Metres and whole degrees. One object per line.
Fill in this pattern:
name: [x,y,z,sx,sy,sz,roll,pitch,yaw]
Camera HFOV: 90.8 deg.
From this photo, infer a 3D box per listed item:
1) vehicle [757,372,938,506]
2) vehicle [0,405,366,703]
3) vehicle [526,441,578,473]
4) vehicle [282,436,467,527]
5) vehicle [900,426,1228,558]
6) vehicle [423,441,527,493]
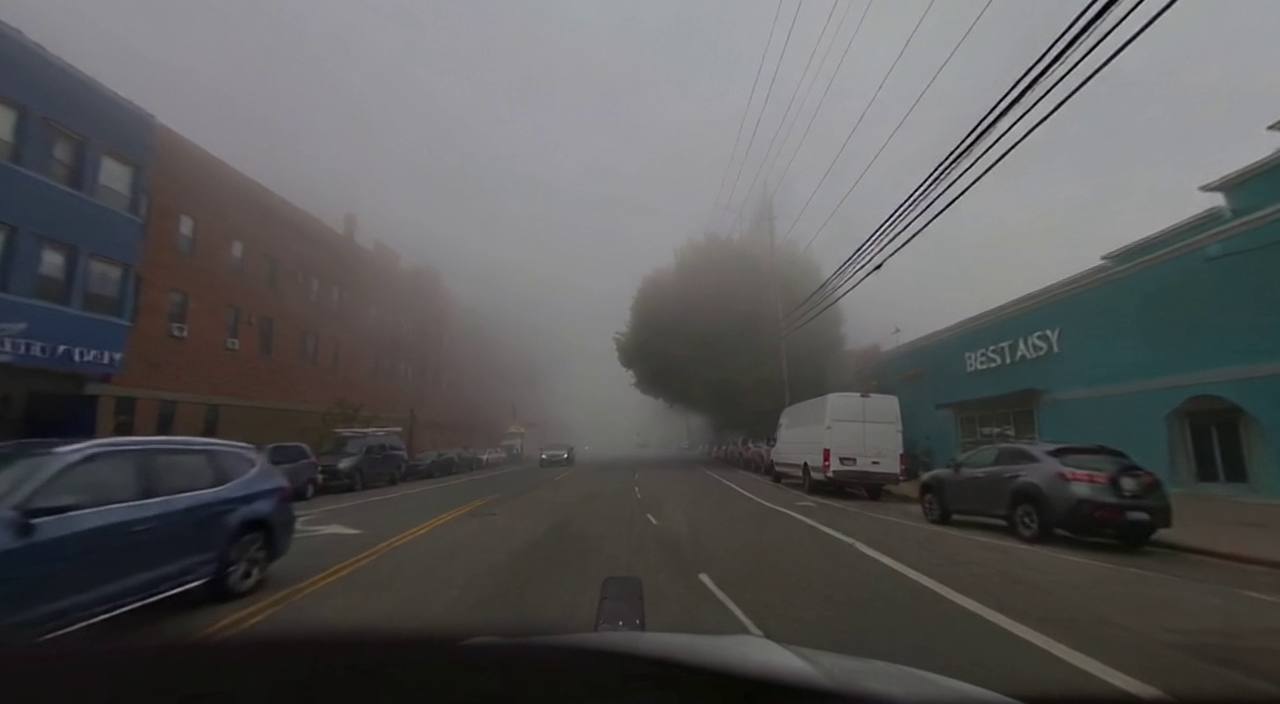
vehicle: [5.672,2.621,19.010,2.815,3.203,7.558,0,-8,0]
vehicle: [-3.908,1.252,4.517,2.050,1.505,4.219,0,-8,-1]
vehicle: [-4.354,5.250,31.882,1.925,1.479,4.444,0,-8,1]
vehicle: [-5.062,2.505,12.849,1.807,1.494,4.464,0,-8,0]
vehicle: [6.346,2.090,10.240,1.963,1.646,4.204,1,-9,-9]
vehicle: [-5.068,3.581,20.091,1.845,1.469,4.413,-1,-8,4]
